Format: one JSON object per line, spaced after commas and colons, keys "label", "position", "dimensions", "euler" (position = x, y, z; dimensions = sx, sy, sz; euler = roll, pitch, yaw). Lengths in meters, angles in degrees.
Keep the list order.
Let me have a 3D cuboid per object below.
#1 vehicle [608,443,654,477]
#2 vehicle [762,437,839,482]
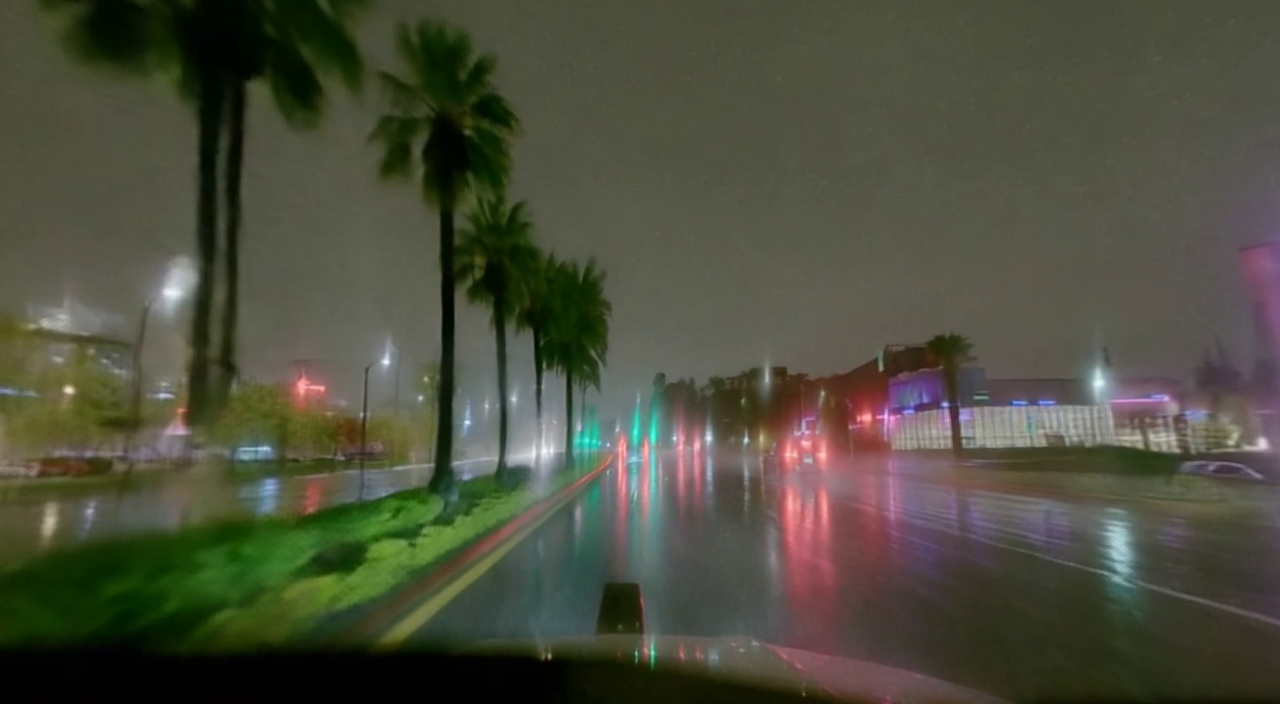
{"label": "vehicle", "position": [-0.381, 4.841, 28.531], "dimensions": [1.970, 1.402, 3.756], "euler": [0, -8, 0]}
{"label": "vehicle", "position": [6.304, 4.247, 25.220], "dimensions": [1.949, 1.647, 3.894], "euler": [0, -8, -2]}
